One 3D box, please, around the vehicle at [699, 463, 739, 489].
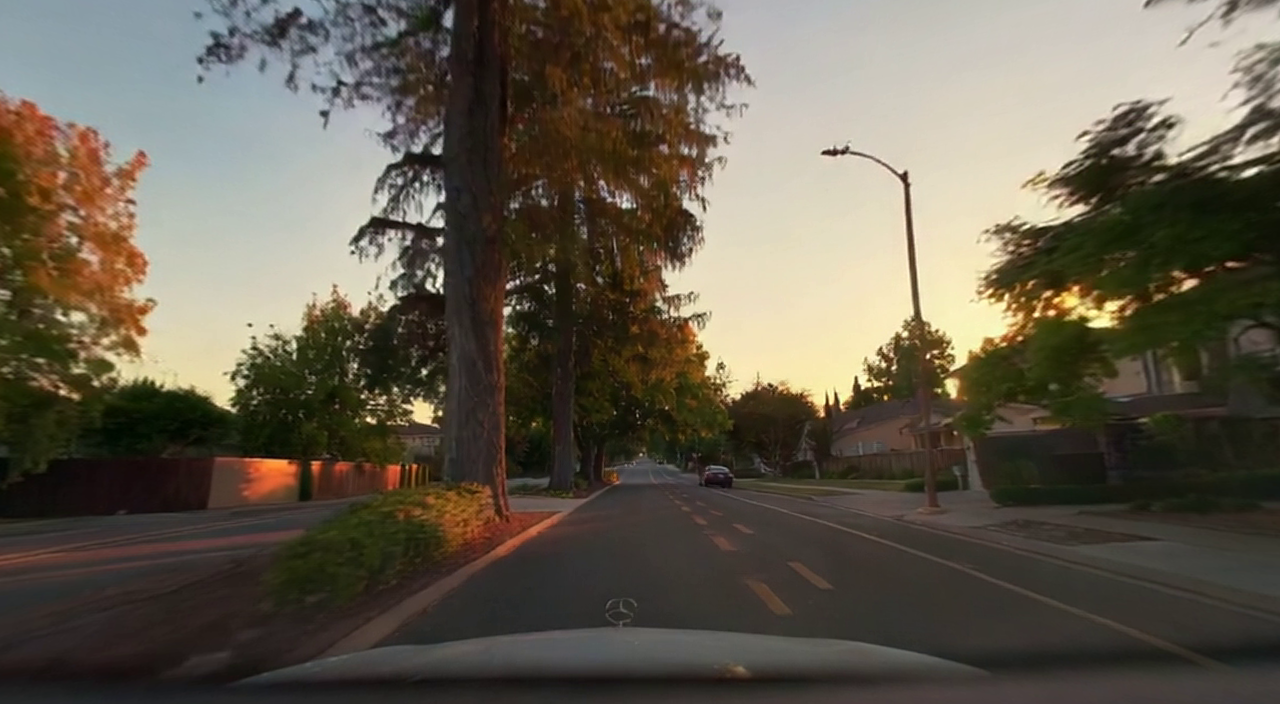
[{"bbox_3d":[5.046,8.007,41.028,1.904,1.475,4.386,0,-8,-1],"label":"vehicle"}]
